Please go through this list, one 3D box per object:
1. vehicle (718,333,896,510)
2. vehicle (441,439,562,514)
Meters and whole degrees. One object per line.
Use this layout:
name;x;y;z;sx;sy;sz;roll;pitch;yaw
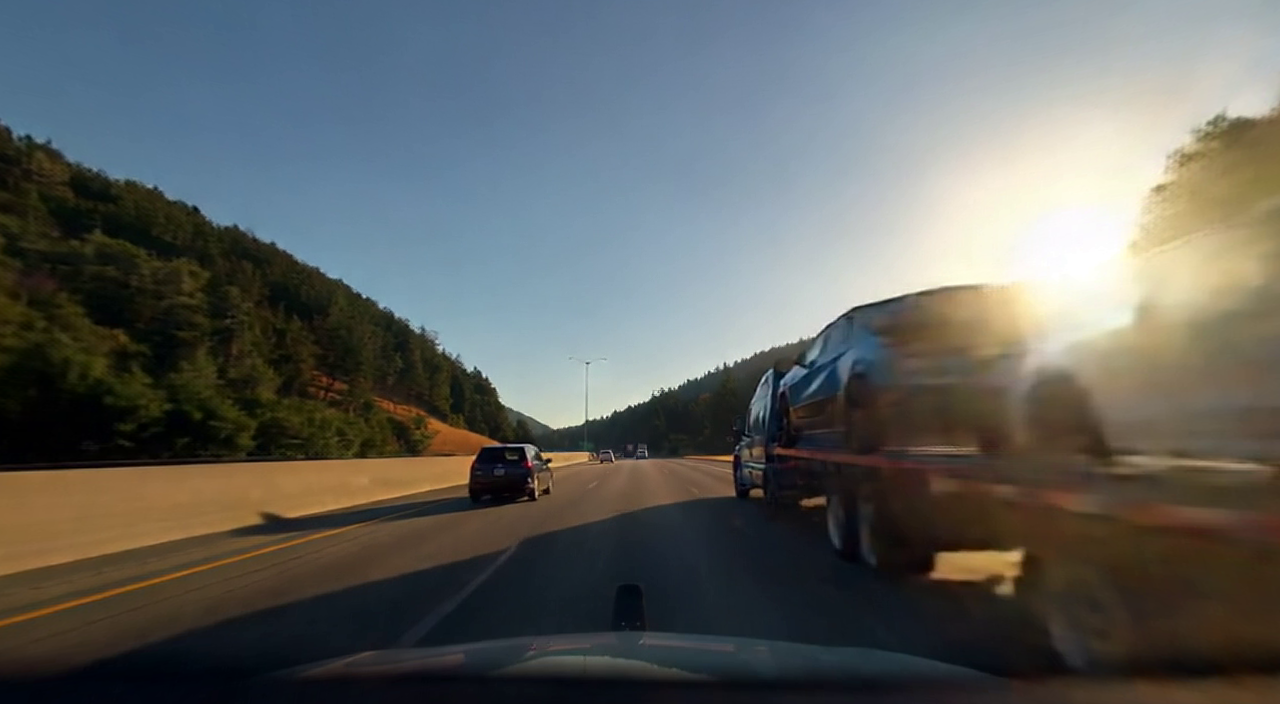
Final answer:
vehicle;3.989;1.931;16.774;3.016;3.891;5.767;0;-9;-1
vehicle;-3.117;2.899;15.146;1.944;1.548;4.051;0;-9;1
